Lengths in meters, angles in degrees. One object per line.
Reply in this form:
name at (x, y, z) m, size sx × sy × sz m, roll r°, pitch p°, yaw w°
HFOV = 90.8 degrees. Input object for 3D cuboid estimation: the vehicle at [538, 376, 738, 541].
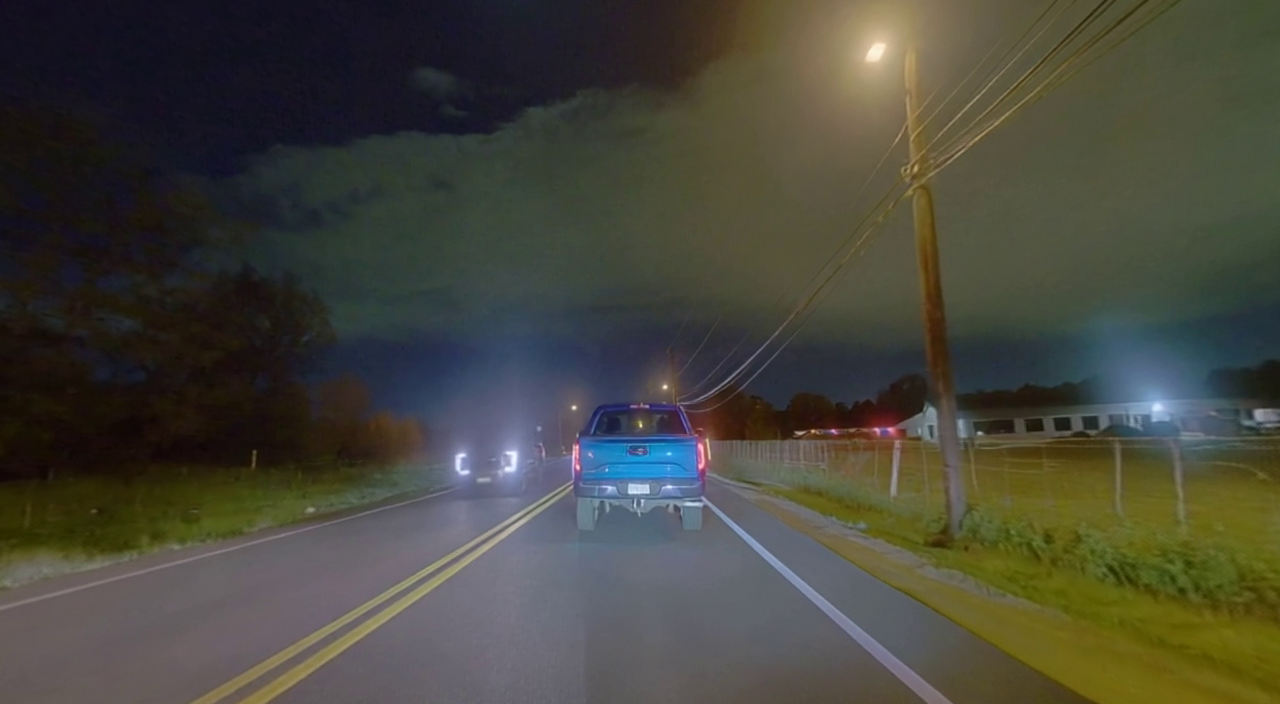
vehicle at (-0.080, 1.870, 11.587) m, size 2.693 × 2.223 × 5.885 m, roll 0°, pitch -8°, yaw -1°

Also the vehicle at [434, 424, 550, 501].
vehicle at (-3.886, 3.013, 17.565) m, size 2.072 × 1.819 × 4.707 m, roll 0°, pitch -8°, yaw 0°
